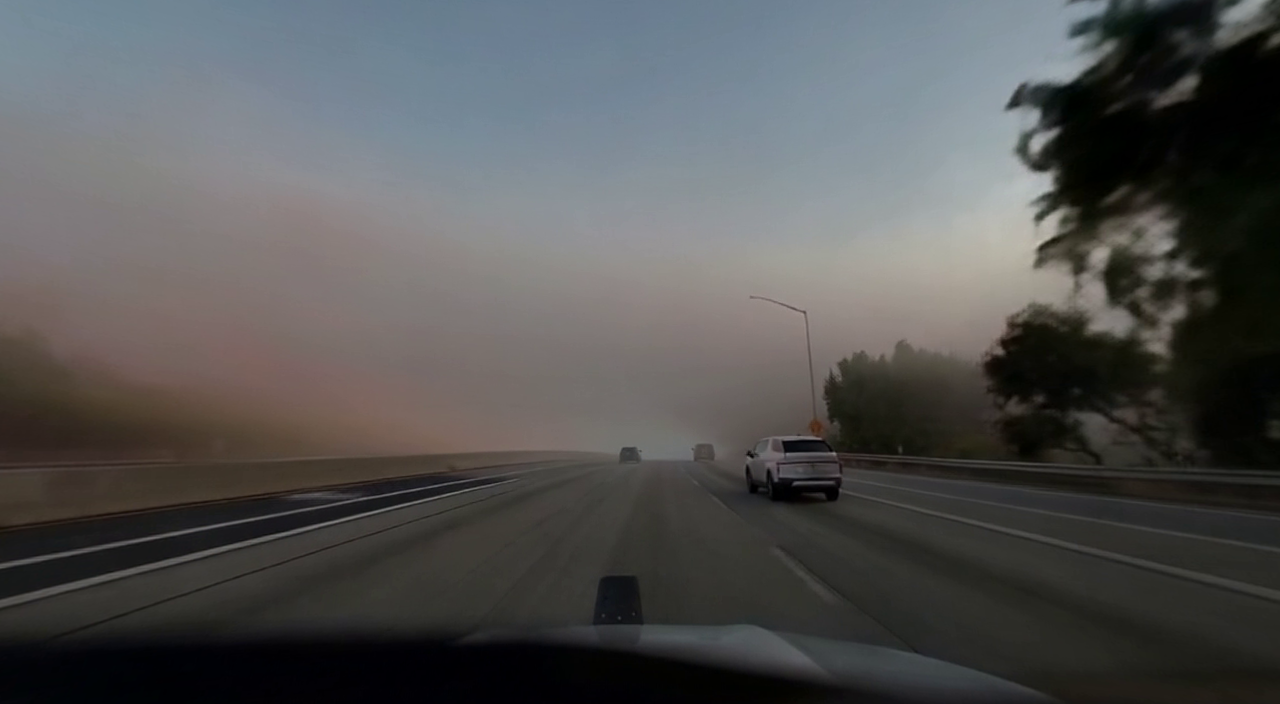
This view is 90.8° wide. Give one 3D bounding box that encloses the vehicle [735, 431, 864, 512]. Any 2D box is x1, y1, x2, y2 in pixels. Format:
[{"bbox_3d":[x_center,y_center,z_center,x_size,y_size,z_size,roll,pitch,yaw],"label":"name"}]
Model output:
[{"bbox_3d":[3.820,2.952,16.025,2.075,1.743,4.410,0,-9,0],"label":"vehicle"}]
